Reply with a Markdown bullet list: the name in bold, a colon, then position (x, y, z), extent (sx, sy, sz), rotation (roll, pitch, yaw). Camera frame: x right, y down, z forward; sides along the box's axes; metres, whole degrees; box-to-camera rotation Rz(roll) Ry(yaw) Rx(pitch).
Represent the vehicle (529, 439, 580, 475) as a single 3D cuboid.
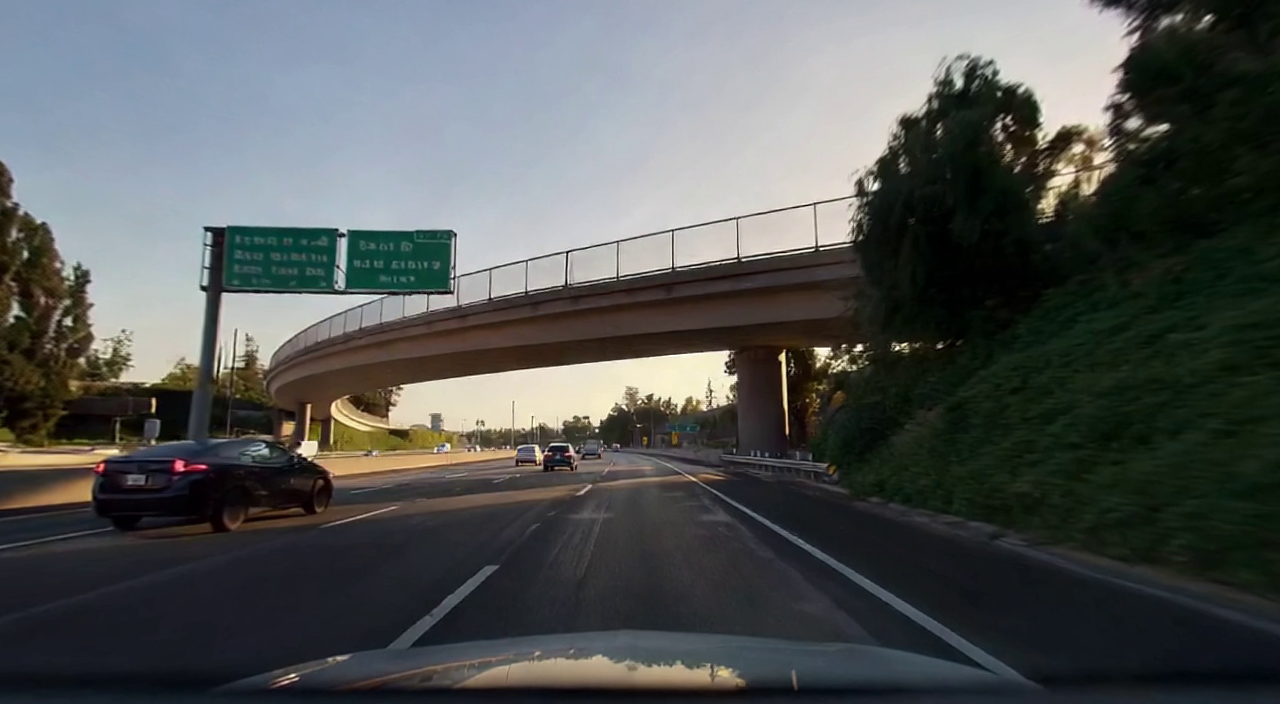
- **vehicle**: position (-4.085, 5.093, 30.863), extent (1.971, 1.643, 4.009), rotation (0, -8, -1)
